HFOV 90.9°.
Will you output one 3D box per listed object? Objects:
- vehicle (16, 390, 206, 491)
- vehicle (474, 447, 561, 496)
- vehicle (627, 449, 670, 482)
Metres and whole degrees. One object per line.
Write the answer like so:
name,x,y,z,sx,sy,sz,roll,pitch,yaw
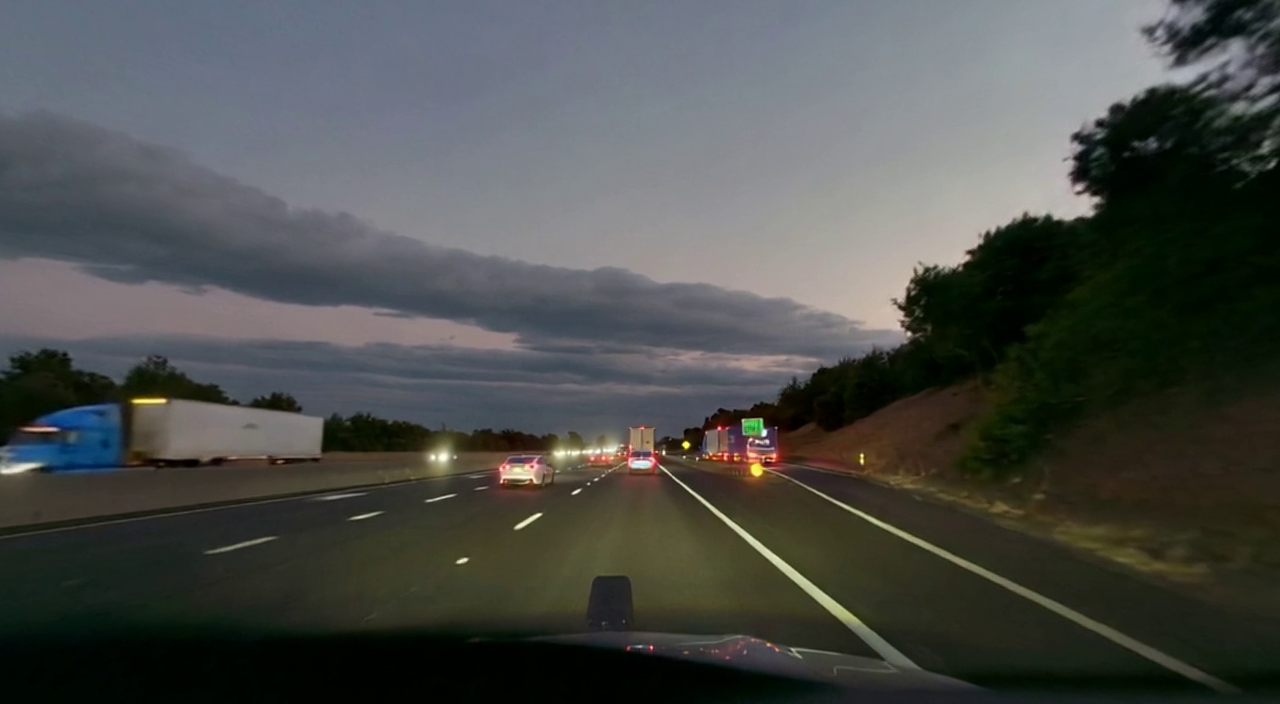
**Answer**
vehicle,-23.084,3.971,28.072,2.981,3.978,5.937,0,-9,0
vehicle,-4.053,4.027,21.642,2.018,1.504,4.431,0,-9,1
vehicle,0.375,5.479,30.622,1.991,1.507,3.391,0,-9,0
